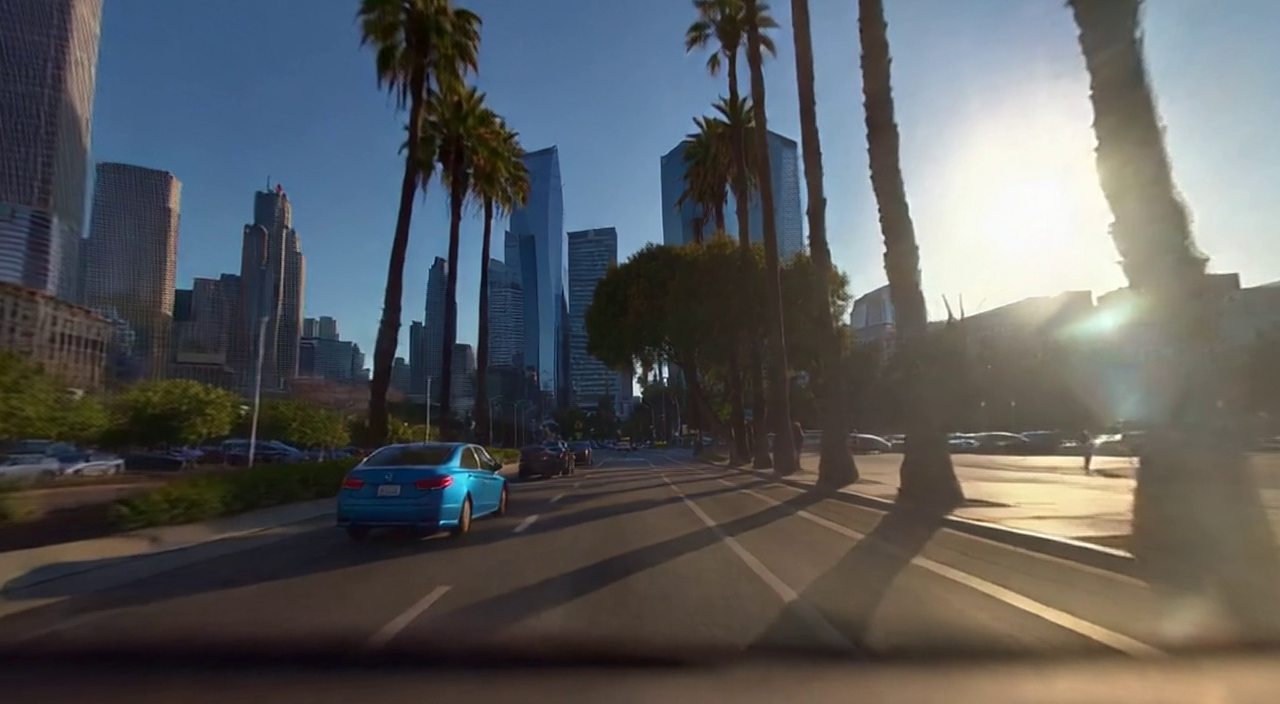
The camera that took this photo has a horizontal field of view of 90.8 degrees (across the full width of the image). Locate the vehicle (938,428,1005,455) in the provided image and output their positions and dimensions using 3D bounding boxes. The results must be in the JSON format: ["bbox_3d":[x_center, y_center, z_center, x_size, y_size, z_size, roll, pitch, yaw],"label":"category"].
[{"bbox_3d":[24.910,6.786,47.714,2.147,1.886,5.603,0,-8,1],"label":"vehicle"}]

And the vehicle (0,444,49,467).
[{"bbox_3d":[-42.842,6.990,42.756,3.721,1.477,1.828,0,-8,-3],"label":"vehicle"}]

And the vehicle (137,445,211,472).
[{"bbox_3d":[-31.209,7.124,42.441,1.835,1.664,3.972,-1,-8,2],"label":"vehicle"}]

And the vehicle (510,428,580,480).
[{"bbox_3d":[-3.334,3.681,22.926,1.894,1.702,3.999,0,-8,0],"label":"vehicle"}]

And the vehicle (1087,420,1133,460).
[{"bbox_3d":[24.258,4.530,32.615,1.679,1.923,3.703,-6,-10,36],"label":"vehicle"}]

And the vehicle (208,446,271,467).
[{"bbox_3d":[-31.129,8.122,49.282,1.859,1.524,4.812,0,-8,-2],"label":"vehicle"}]

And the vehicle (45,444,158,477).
[{"bbox_3d":[-30.882,6.208,36.495,1.947,1.763,5.176,0,-8,-1],"label":"vehicle"}]

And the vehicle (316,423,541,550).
[{"bbox_3d":[-2.957,1.981,10.032,2.071,1.544,4.383,0,-8,0],"label":"vehicle"}]

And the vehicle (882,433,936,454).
[{"bbox_3d":[20.174,6.886,47.623,1.976,1.431,4.774,-1,-8,-1],"label":"vehicle"}]

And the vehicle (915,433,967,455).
[{"bbox_3d":[22.551,6.912,47.522,1.938,1.522,4.121,0,-8,1],"label":"vehicle"}]
